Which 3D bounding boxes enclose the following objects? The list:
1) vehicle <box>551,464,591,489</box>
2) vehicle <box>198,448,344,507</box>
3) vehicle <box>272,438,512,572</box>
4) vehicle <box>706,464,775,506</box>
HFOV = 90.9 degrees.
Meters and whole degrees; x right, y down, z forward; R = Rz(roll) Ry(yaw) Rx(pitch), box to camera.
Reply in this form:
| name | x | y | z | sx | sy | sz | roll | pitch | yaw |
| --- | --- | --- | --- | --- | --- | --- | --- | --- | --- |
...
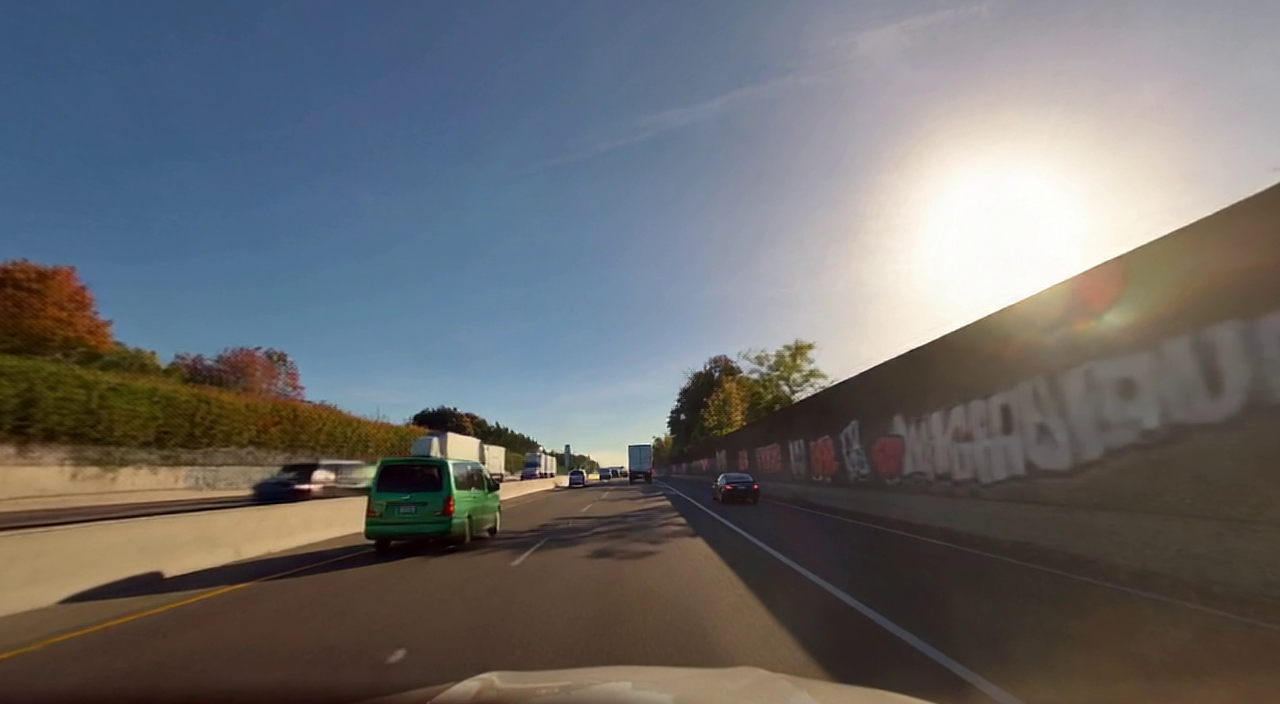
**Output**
| name | x | y | z | sx | sy | sz | roll | pitch | yaw |
| --- | --- | --- | --- | --- | --- | --- | --- | --- | --- |
| vehicle | -4.323 | 7.847 | 39.817 | 2.054 | 1.443 | 4.131 | 1 | -10 | 0 |
| vehicle | -12.928 | 4.452 | 22.593 | 2.125 | 1.796 | 5.031 | 1 | -10 | 1 |
| vehicle | -3.544 | 2.314 | 10.147 | 2.004 | 1.610 | 4.508 | 1 | -10 | 0 |
| vehicle | 3.830 | 5.186 | 24.794 | 1.917 | 1.458 | 4.199 | 1 | -10 | -1 |
